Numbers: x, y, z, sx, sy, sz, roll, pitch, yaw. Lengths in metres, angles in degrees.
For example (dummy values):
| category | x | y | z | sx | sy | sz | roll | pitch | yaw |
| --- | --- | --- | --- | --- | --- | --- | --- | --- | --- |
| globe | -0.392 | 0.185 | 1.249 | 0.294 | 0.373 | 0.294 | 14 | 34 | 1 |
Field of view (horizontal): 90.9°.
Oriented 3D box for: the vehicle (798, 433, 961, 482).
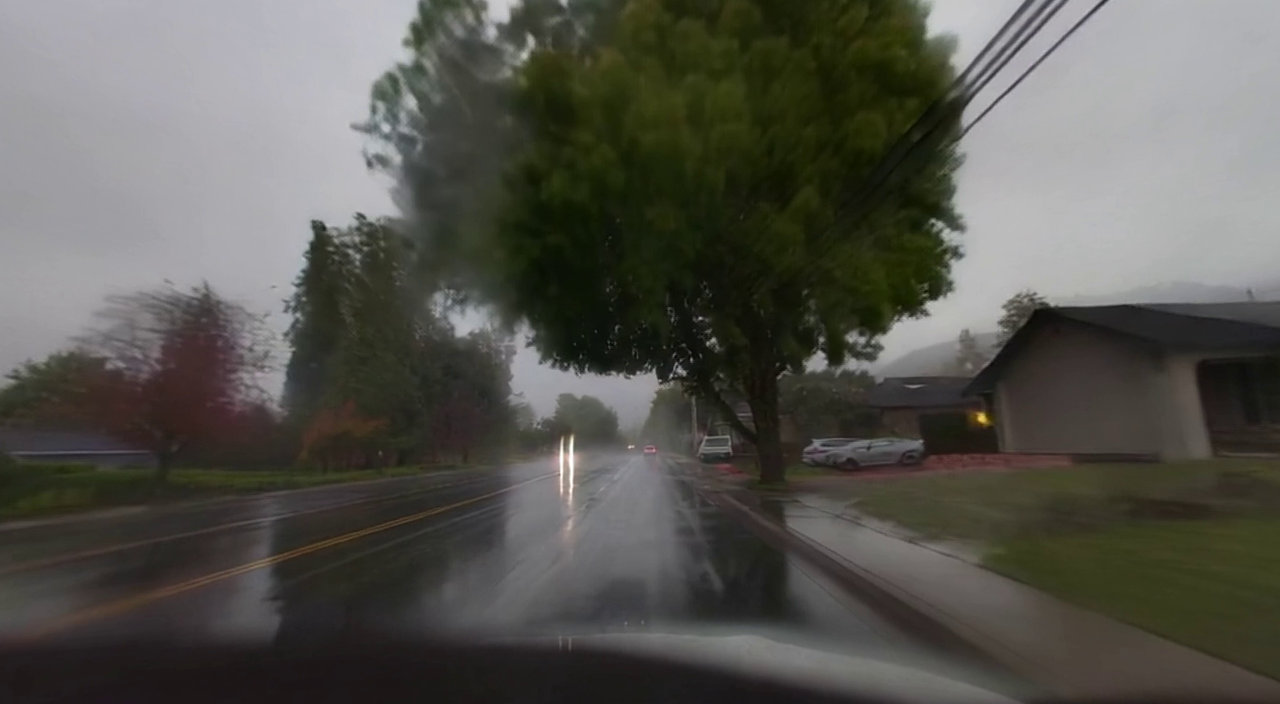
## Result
| category | x | y | z | sx | sy | sz | roll | pitch | yaw |
| --- | --- | --- | --- | --- | --- | --- | --- | --- | --- |
| vehicle | 7.970 | 3.556 | 21.294 | 4.719 | 1.556 | 1.869 | 0 | -9 | 1 |

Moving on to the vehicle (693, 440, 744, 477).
| category | x | y | z | sx | sy | sz | roll | pitch | yaw |
| --- | --- | --- | --- | --- | --- | --- | --- | --- | --- |
| vehicle | 4.294 | 5.926 | 35.365 | 2.228 | 1.885 | 4.854 | 0 | -9 | 0 |
